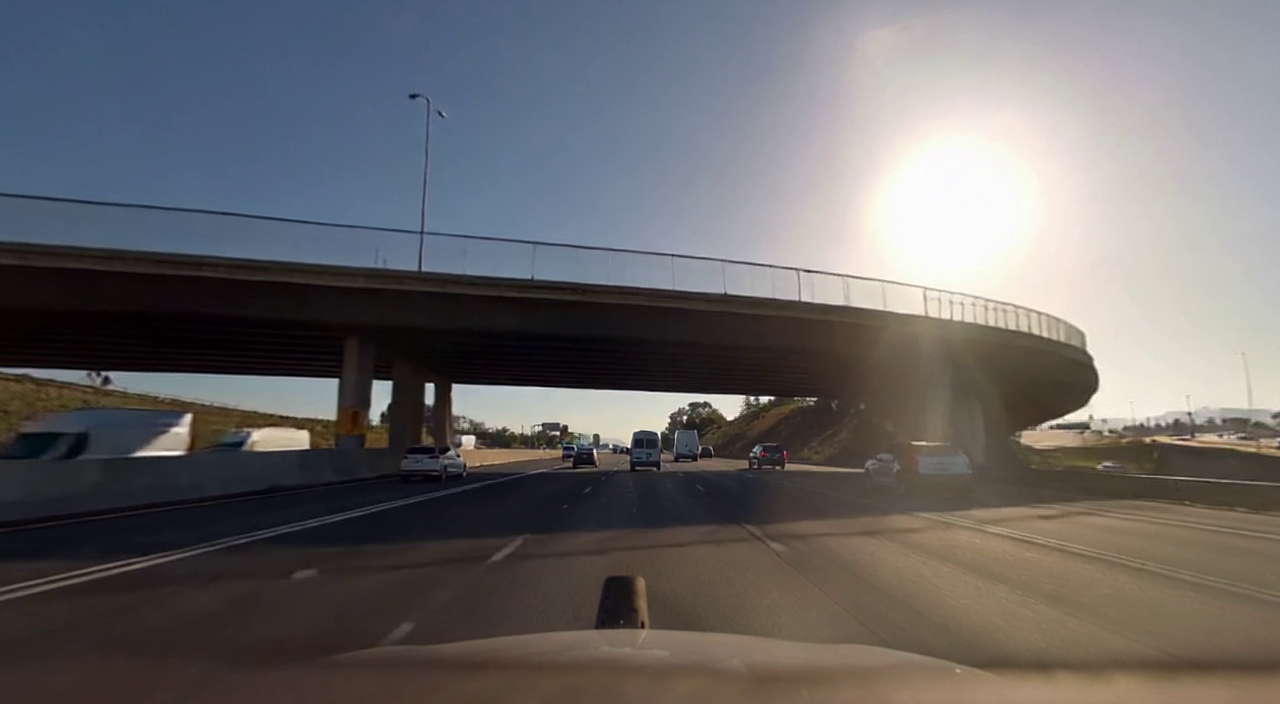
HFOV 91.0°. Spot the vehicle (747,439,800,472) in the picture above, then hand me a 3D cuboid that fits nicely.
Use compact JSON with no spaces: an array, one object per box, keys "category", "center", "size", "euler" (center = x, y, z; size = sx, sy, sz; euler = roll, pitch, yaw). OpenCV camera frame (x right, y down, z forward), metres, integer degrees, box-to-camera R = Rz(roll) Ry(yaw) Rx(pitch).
[{"category":"vehicle","center":[8.027,6.279,38.377],"size":[2.147,1.808,5.243],"euler":[0,-9,0]}]

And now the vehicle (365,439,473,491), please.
[{"category":"vehicle","center":[-7.636,3.930,22.290],"size":[2.108,1.619,4.548],"euler":[0,-9,1]}]

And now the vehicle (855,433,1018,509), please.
[{"category":"vehicle","center":[7.463,3.025,16.480],"size":[2.146,1.678,4.489],"euler":[0,-9,1]}]

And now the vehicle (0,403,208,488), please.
[{"category":"vehicle","center":[-26.318,4.680,31.594],"size":[3.029,3.643,8.425],"euler":[0,-9,1]}]

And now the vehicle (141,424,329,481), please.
[{"category":"vehicle","center":[-26.150,6.657,42.366],"size":[2.847,3.131,14.554],"euler":[0,-8,1]}]

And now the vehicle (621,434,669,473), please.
[{"category":"vehicle","center":[0.278,5.732,35.691],"size":[2.509,2.062,4.639],"euler":[0,-9,0]}]

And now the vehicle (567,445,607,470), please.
[{"category":"vehicle","center":[-3.484,7.085,42.523],"size":[2.173,1.542,4.781],"euler":[0,-9,2]}]
